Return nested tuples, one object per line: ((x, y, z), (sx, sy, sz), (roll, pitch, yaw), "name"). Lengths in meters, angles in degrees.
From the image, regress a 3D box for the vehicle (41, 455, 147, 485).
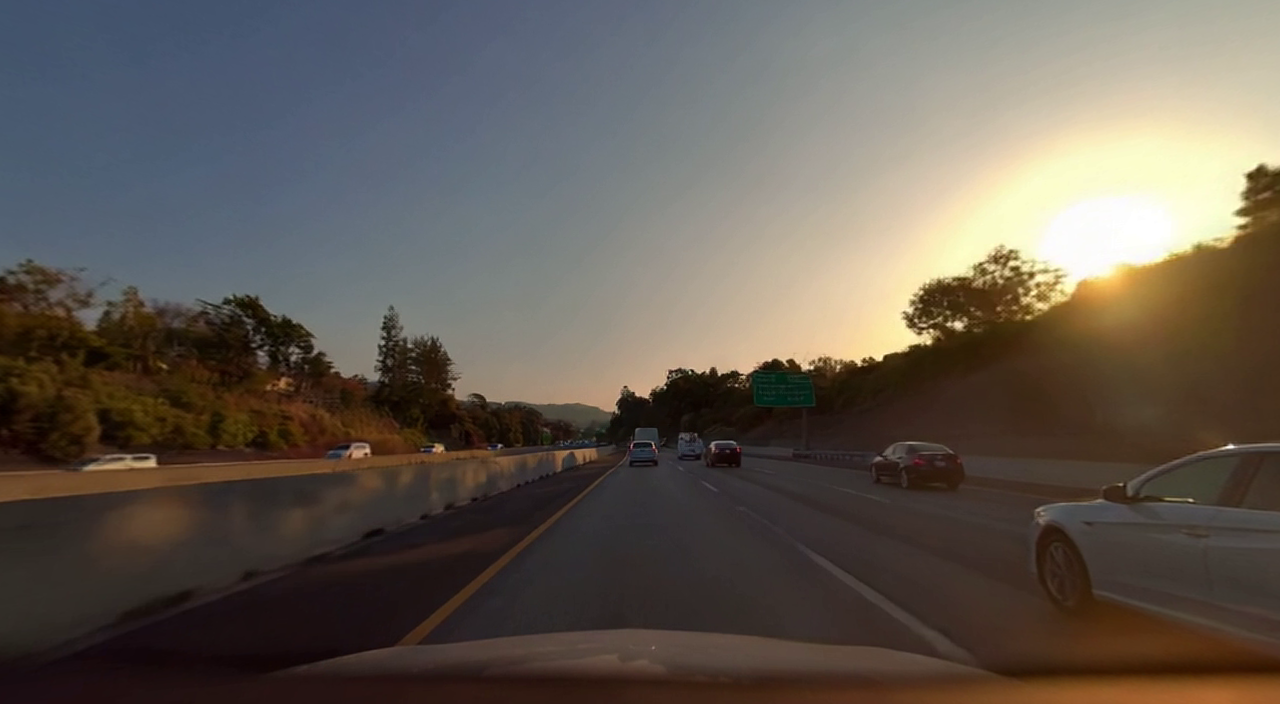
((-31.202, 6.719, 36.240), (1.866, 1.472, 4.711), (-1, -8, 0), "vehicle")

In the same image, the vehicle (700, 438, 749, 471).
((4.176, 5.130, 31.782), (1.825, 1.487, 4.034), (0, -8, -1), "vehicle")

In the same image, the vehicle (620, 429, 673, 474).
((0.265, 4.490, 28.661), (2.189, 1.852, 4.038), (0, -8, 0), "vehicle")

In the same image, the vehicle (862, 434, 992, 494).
((8.144, 3.189, 18.367), (1.810, 1.516, 4.183), (-1, -8, 0), "vehicle")

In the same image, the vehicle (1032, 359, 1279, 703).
((3.779, 0.787, 2.225), (2.003, 1.661, 4.418), (-1, -8, 1), "vehicle")
